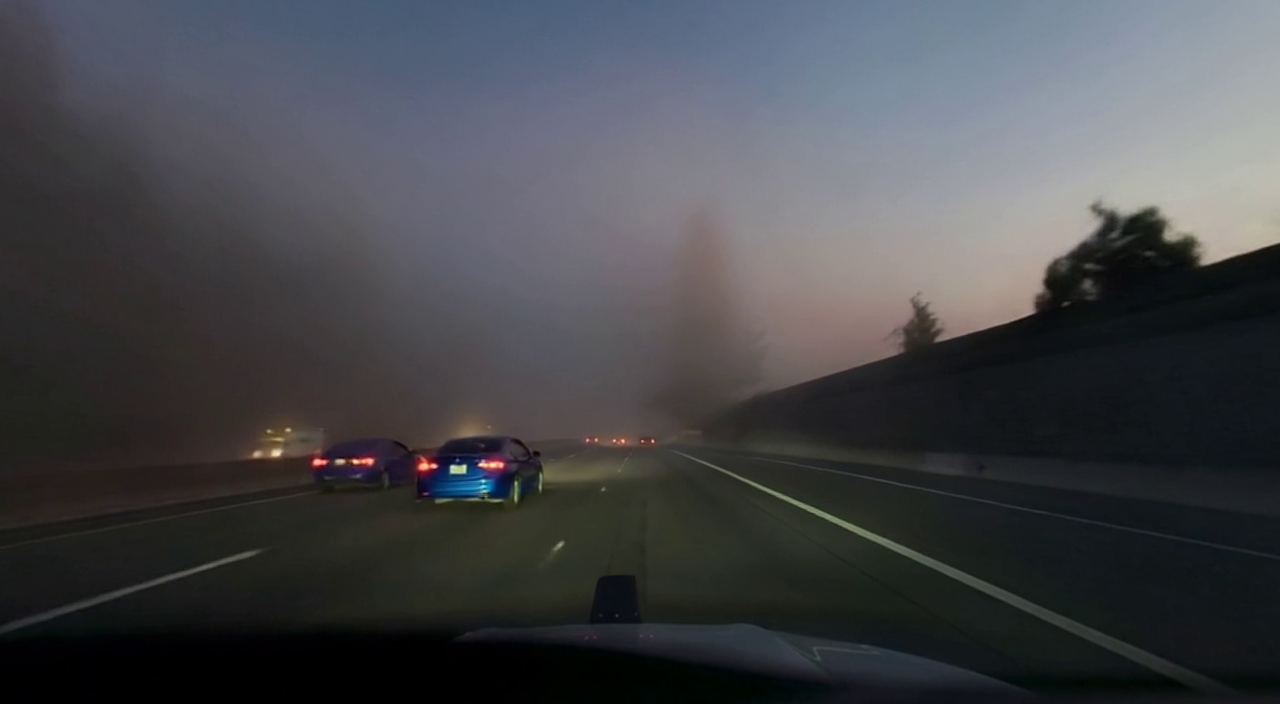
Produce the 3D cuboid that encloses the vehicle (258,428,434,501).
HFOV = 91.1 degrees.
[{"bbox_3d":[-6.794,2.630,15.208,2.084,1.494,4.404,0,-8,0],"label":"vehicle"}]

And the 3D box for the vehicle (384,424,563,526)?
[{"bbox_3d":[-2.707,2.090,11.304,2.079,1.500,3.881,0,-8,1],"label":"vehicle"}]
